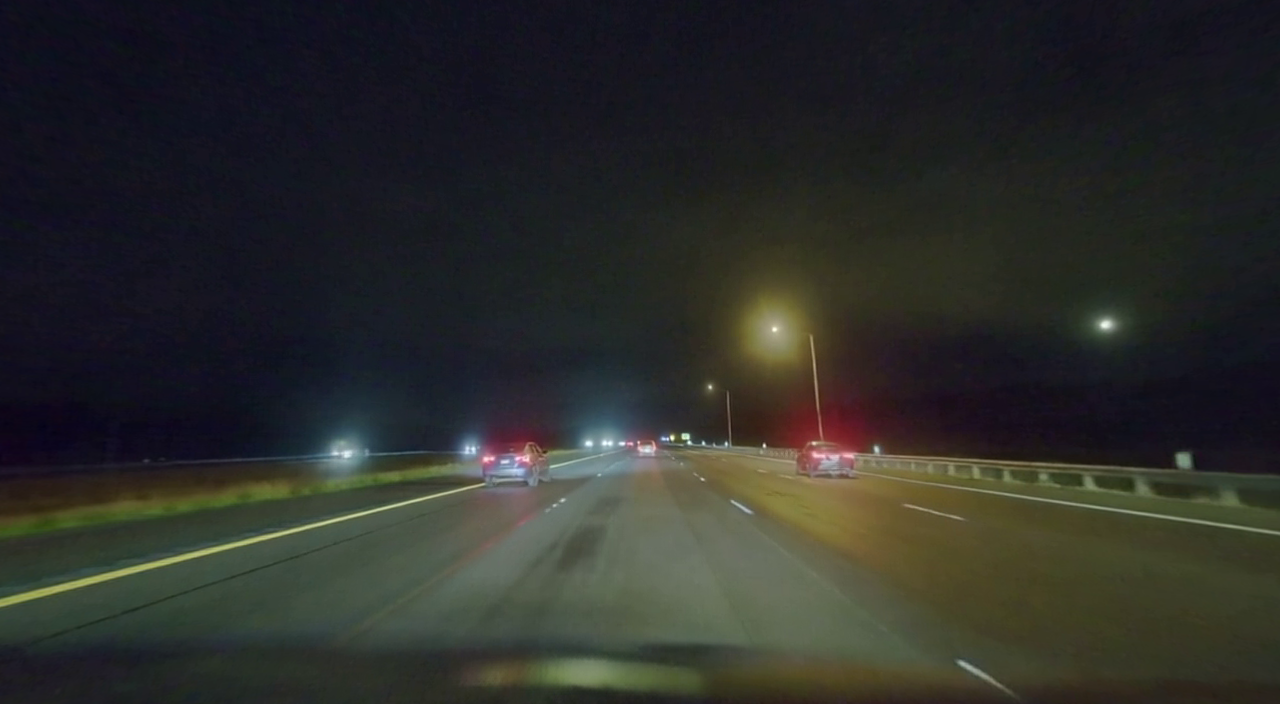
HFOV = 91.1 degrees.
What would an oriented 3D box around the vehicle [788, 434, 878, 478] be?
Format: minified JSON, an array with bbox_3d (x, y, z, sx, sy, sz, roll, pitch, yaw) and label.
[{"bbox_3d":[7.379,4.025,24.594,1.870,1.493,5.015,0,-8,-1],"label":"vehicle"}]

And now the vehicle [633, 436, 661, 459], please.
[{"bbox_3d":[0.494,7.384,48.636,2.063,1.698,4.355,0,-8,0],"label":"vehicle"}]

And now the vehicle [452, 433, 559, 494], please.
[{"bbox_3d":[-3.732,3.171,18.265,2.050,1.546,4.344,0,-8,1],"label":"vehicle"}]
